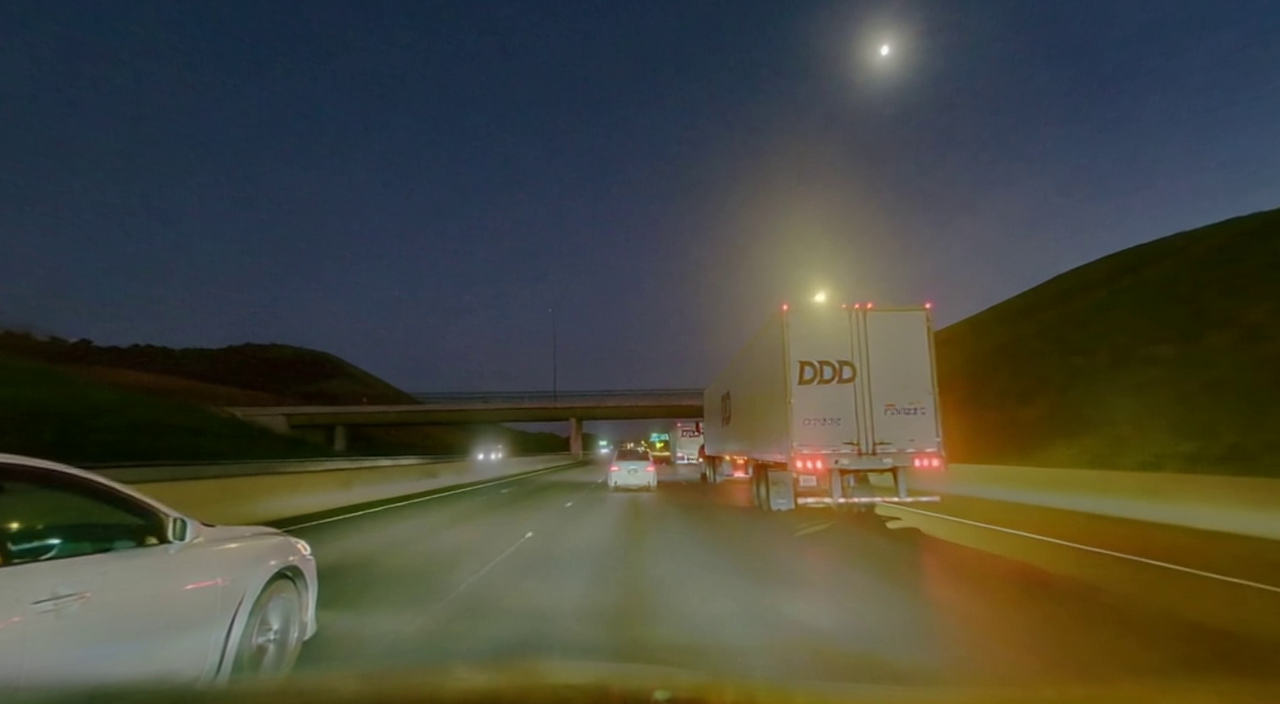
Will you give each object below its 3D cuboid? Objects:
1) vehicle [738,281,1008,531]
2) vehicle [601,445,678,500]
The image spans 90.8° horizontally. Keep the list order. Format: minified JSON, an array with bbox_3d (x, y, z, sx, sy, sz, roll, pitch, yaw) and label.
[{"bbox_3d":[4.262,1.442,14.103,2.802,3.956,8.291,0,-9,0],"label":"vehicle"},{"bbox_3d":[-0.032,3.477,18.584,2.029,1.437,3.794,0,-9,0],"label":"vehicle"}]
